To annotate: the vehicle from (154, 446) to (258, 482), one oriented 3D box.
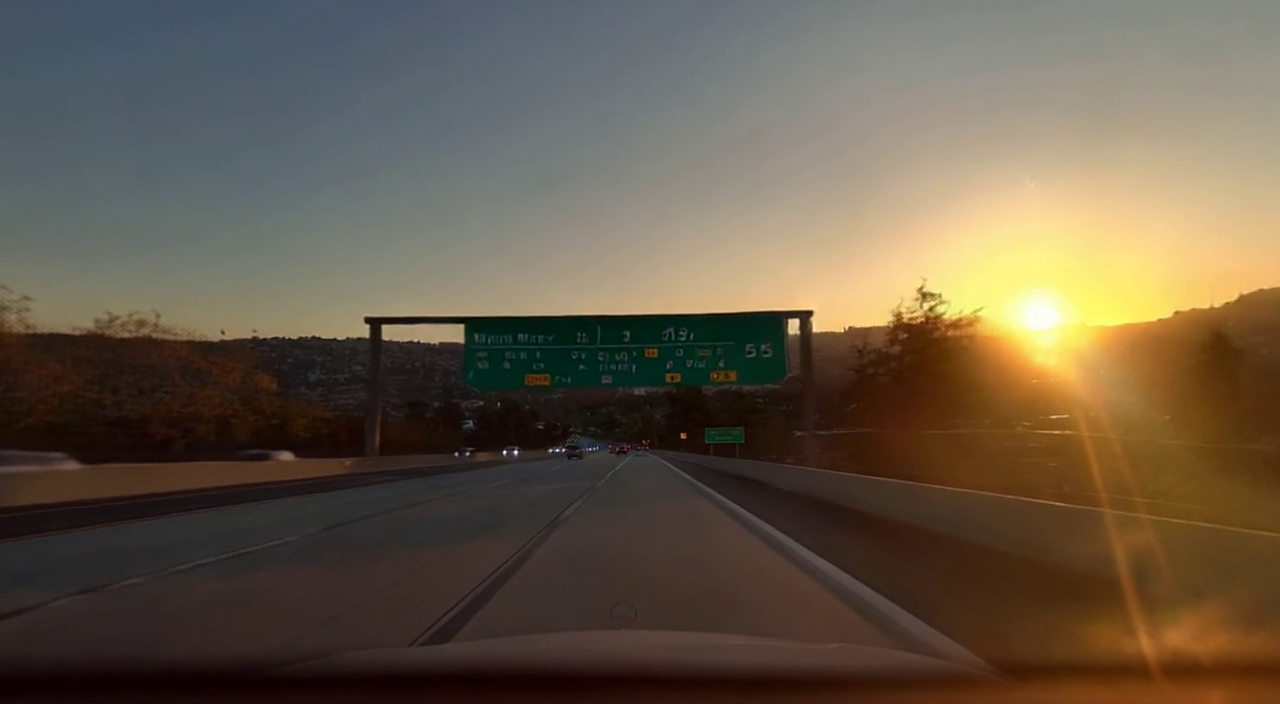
[{"bbox_3d":[-20.261,5.232,29.660,1.867,1.547,4.145,0,-9,1],"label":"vehicle"}]
